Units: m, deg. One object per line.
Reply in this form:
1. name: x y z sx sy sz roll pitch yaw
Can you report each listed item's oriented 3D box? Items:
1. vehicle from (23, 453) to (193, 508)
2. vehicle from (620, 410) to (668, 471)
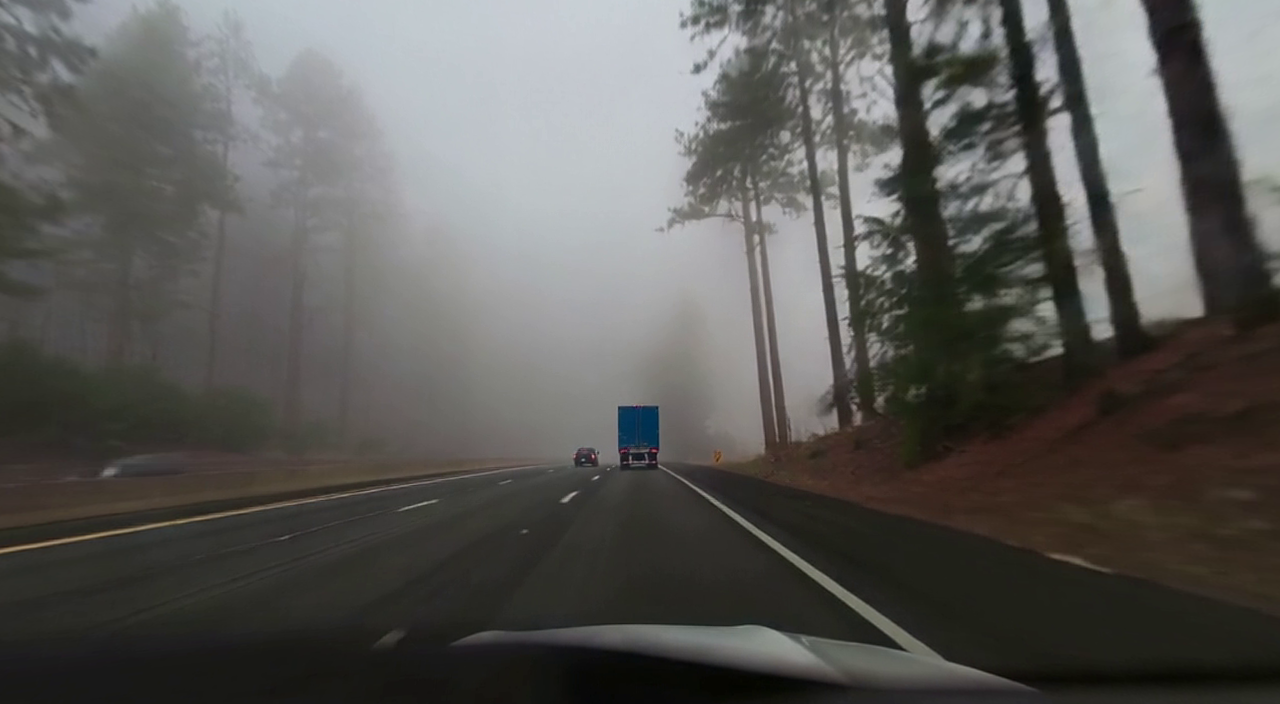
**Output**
1. vehicle: -16.617 3.987 20.037 1.799 1.500 4.126 0 -8 -1
2. vehicle: 0.233 6.955 49.322 3.320 4.173 11.889 0 -8 -1
